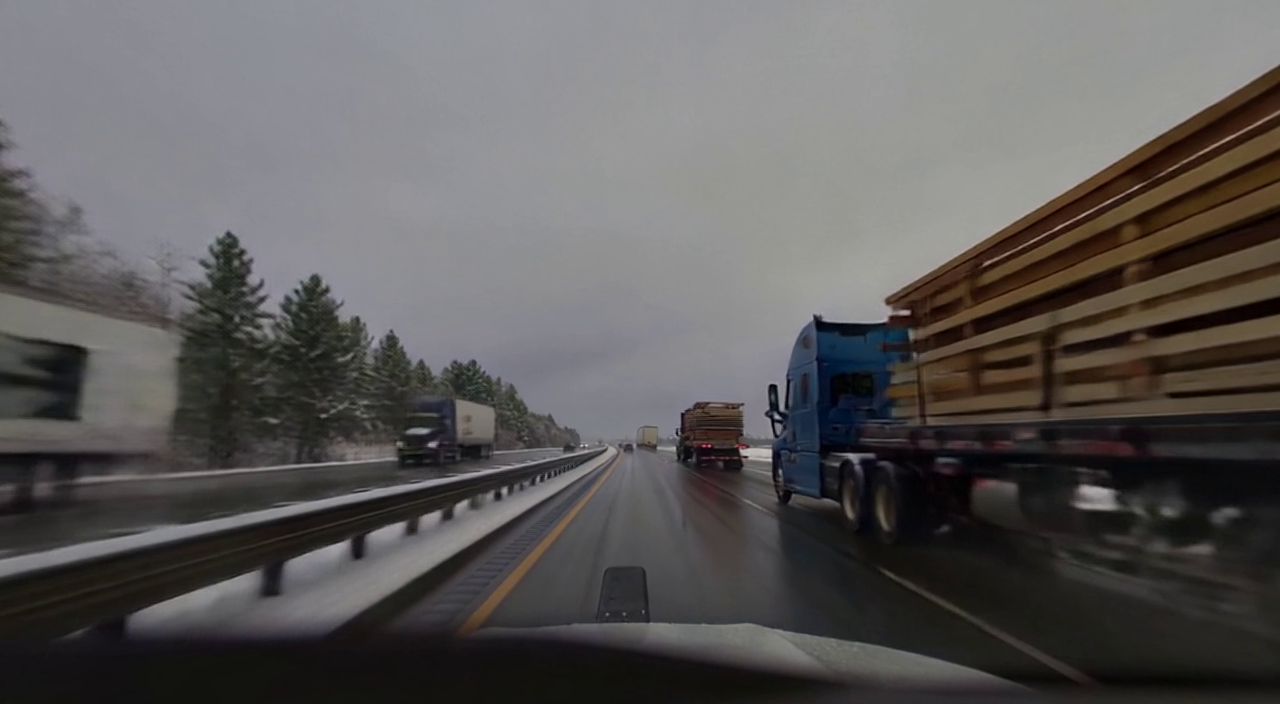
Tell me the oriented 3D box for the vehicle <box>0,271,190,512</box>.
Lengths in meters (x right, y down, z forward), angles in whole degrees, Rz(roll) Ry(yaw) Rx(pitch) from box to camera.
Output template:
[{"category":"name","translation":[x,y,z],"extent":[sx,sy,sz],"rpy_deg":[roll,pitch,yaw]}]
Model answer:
[{"category":"vehicle","translation":[-12.248,0.268,7.956],"extent":[2.969,4.021,13.849],"rpy_deg":[0,-9,-1]}]

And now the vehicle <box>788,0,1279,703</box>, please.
[{"category":"vehicle","translation":[4.724,0.157,5.213],"extent":[3.024,4.065,13.796],"rpy_deg":[-1,-8,-2]}]

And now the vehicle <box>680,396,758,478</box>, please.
[{"category":"vehicle","translation":[4.468,5.400,39.543],"extent":[3.023,4.054,16.882],"rpy_deg":[0,-8,1]}]
